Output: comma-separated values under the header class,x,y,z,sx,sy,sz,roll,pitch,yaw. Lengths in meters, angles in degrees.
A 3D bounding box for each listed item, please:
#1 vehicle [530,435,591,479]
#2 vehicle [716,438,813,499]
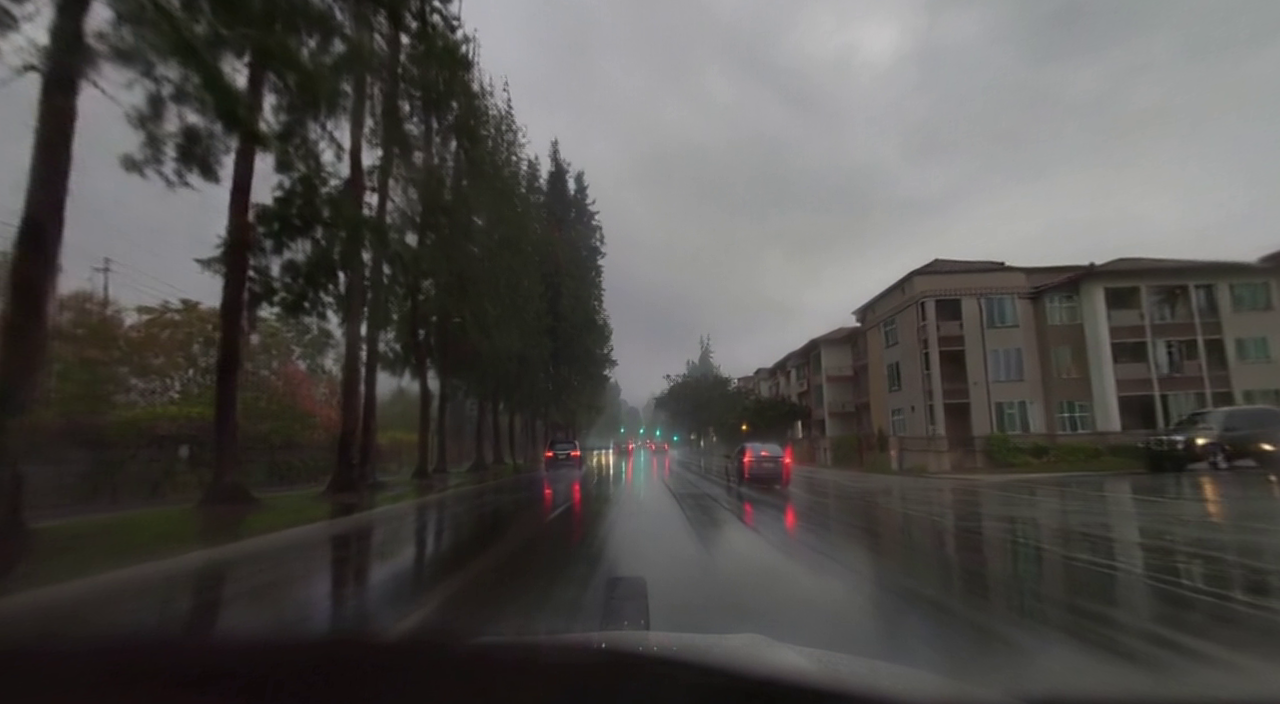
class,x,y,z,sx,sy,sz,roll,pitch,yaw
vehicle,-3.563,4.812,29.093,2.216,1.828,4.886,0,-8,-1
vehicle,3.449,3.309,18.325,1.945,1.530,4.320,0,-8,0
